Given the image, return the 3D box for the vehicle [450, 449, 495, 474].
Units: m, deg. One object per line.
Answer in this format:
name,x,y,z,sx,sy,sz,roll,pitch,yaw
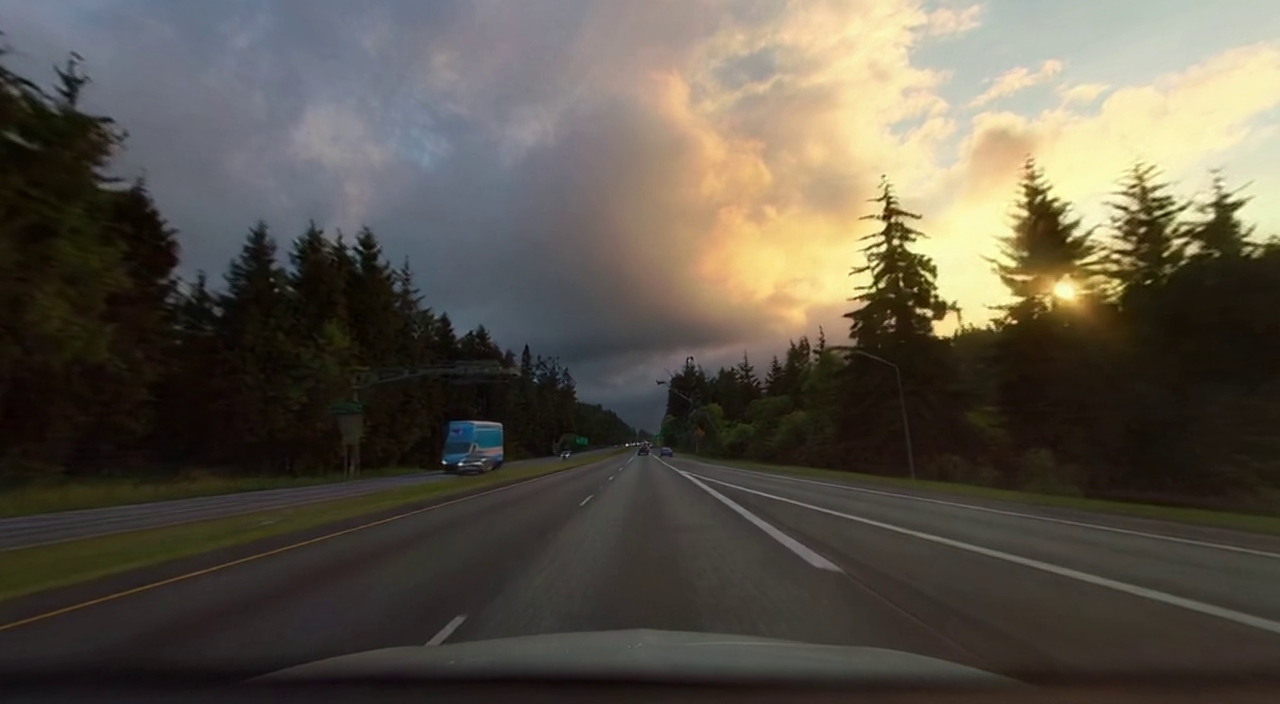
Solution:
vehicle,-10.306,6.781,39.051,1.696,1.442,3.589,0,-9,1
